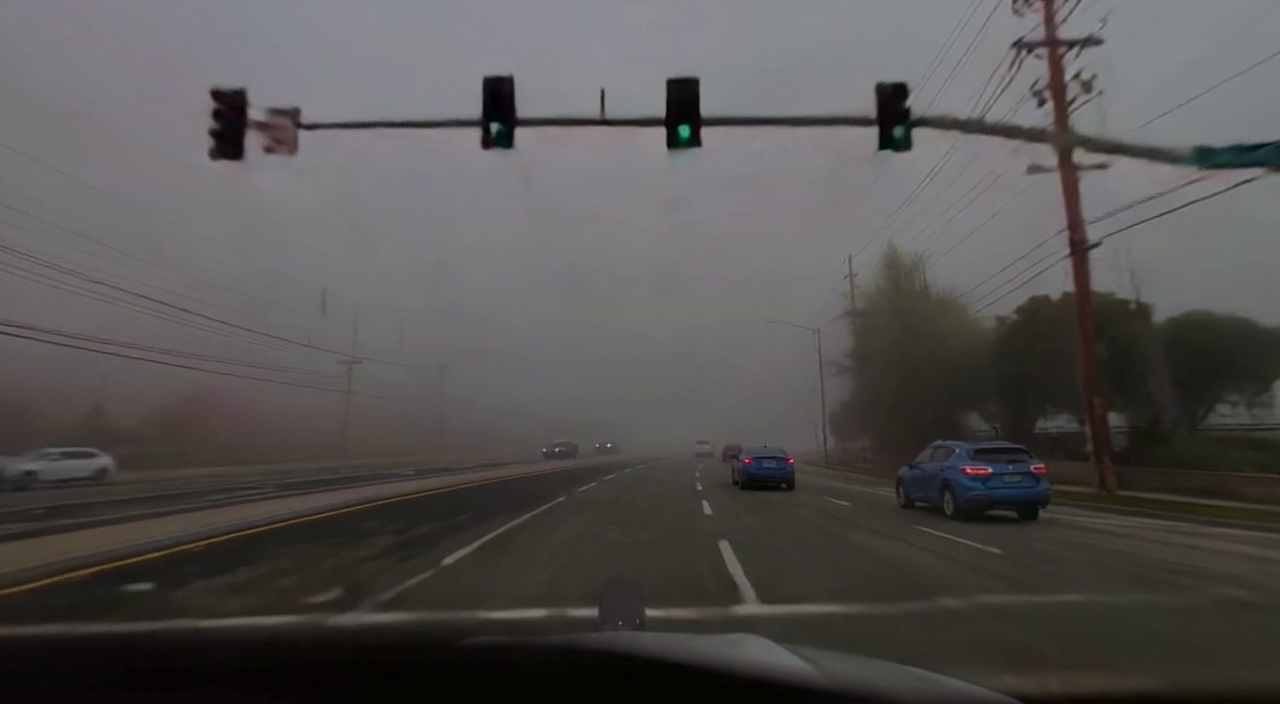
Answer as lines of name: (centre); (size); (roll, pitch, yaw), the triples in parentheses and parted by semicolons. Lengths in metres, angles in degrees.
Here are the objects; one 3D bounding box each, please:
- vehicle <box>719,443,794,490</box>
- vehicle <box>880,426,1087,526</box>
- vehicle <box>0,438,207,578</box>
vehicle: (4.026, 4.014, 22.533); (2.035, 1.460, 4.392); (-1, -9, 3)
vehicle: (7.112, 2.589, 13.765); (2.029, 1.795, 4.371); (0, -9, 0)
vehicle: (-8.790, 2.059, 8.743); (1.933, 1.502, 4.946); (7, -8, 1)
